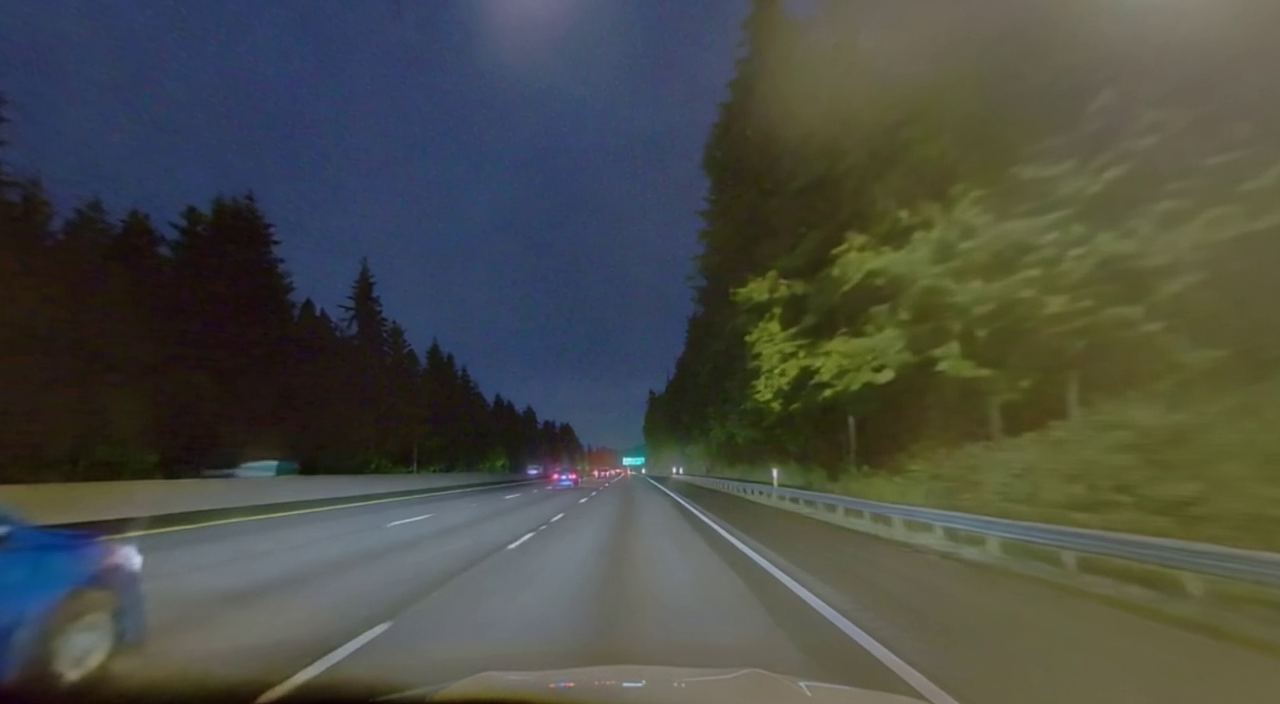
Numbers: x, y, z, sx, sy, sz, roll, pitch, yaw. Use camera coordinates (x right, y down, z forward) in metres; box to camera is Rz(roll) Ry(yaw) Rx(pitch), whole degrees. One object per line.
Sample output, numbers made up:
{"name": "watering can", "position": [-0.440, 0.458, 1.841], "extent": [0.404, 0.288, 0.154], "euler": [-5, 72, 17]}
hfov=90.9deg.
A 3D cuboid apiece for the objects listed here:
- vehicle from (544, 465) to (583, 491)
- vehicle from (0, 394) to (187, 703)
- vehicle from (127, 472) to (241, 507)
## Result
{"name": "vehicle", "position": [-4.754, 7.920, 39.692], "extent": [1.995, 1.467, 4.467], "euler": [1, -10, -1]}
{"name": "vehicle", "position": [-4.058, 0.780, 1.685], "extent": [2.117, 1.635, 4.750], "euler": [1, -10, 0]}
{"name": "vehicle", "position": [-20.589, 6.212, 28.743], "extent": [1.754, 1.417, 4.619], "euler": [1, -11, 0]}
